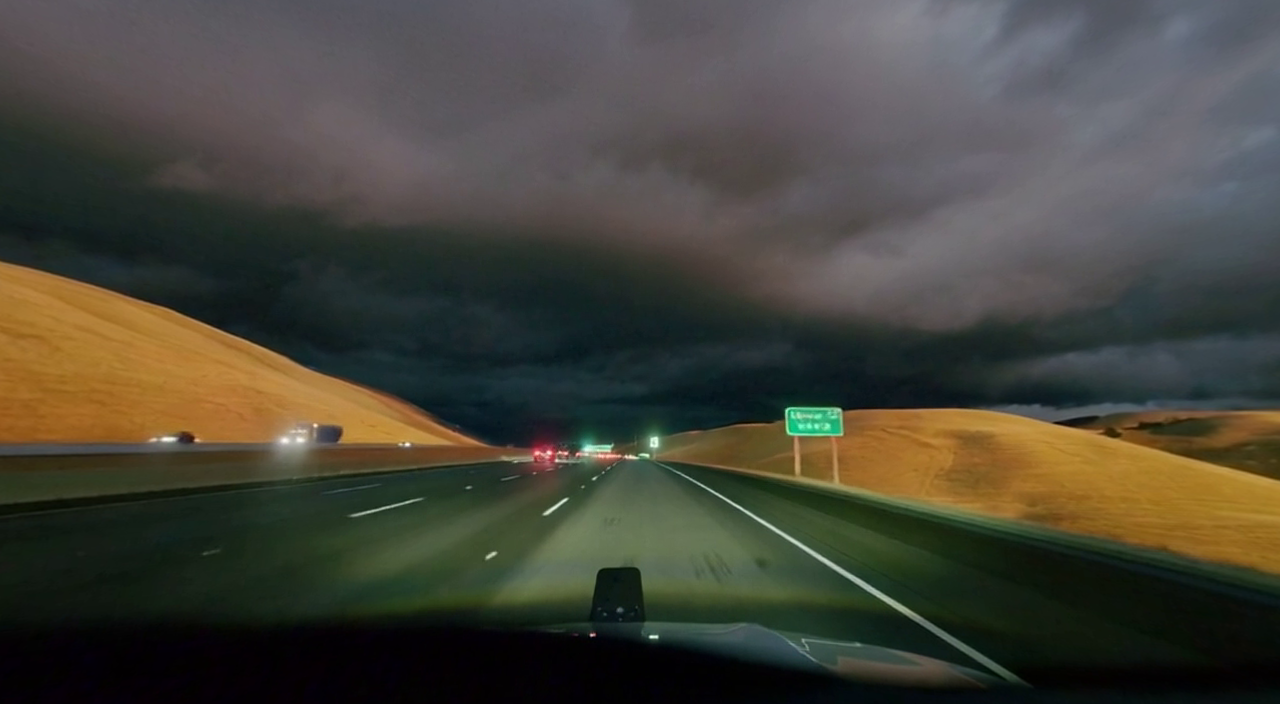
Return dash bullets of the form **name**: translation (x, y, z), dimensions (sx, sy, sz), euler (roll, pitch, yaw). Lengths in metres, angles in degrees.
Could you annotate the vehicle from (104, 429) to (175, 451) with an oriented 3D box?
- **vehicle**: translation (-34.283, 6.067, 43.275), dimensions (1.771, 1.468, 3.865), euler (0, -9, -2)
